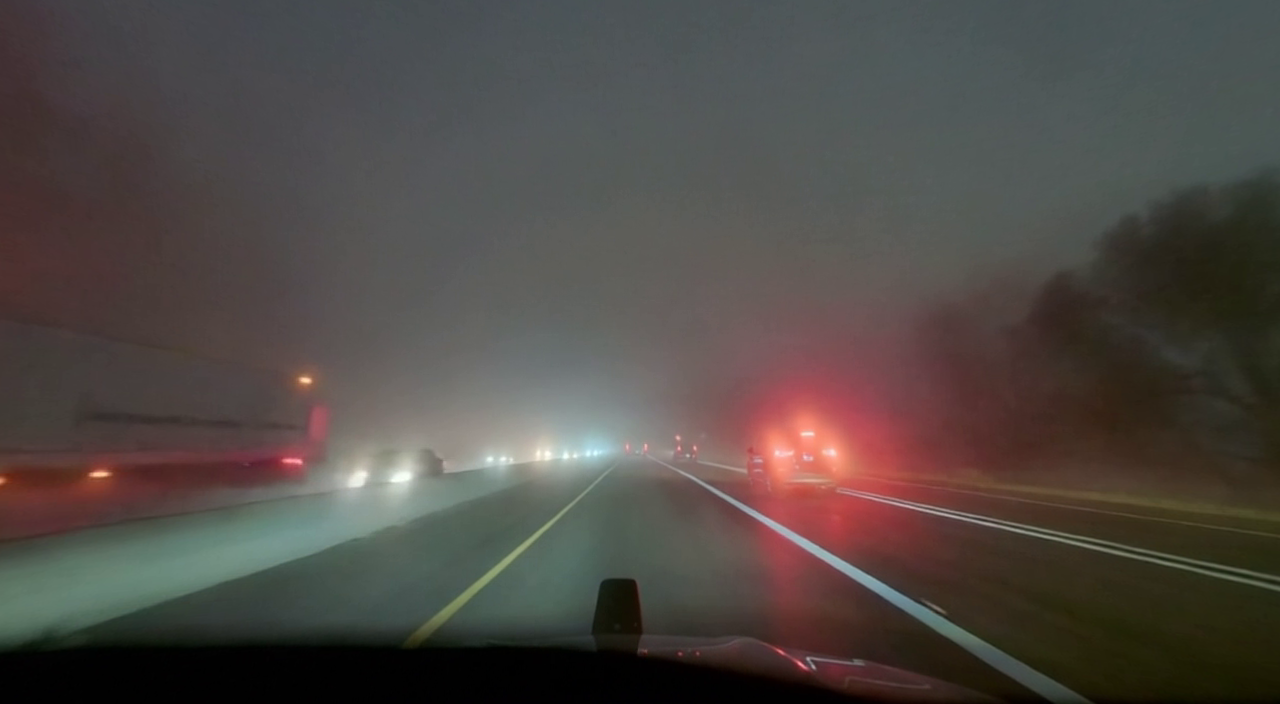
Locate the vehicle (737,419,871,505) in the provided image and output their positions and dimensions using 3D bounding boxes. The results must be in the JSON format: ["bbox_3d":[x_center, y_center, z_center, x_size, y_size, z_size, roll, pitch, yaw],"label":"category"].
[{"bbox_3d":[4.119,2.901,16.856,2.177,1.914,5.245,0,-9,0],"label":"vehicle"}]

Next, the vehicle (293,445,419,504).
[{"bbox_3d":[-9.088,3.931,20.545,2.088,1.678,4.314,0,-9,0],"label":"vehicle"}]

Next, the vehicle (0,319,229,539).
[{"bbox_3d":[-13.619,1.408,11.476,2.965,4.111,13.756,0,-9,-1],"label":"vehicle"}]
